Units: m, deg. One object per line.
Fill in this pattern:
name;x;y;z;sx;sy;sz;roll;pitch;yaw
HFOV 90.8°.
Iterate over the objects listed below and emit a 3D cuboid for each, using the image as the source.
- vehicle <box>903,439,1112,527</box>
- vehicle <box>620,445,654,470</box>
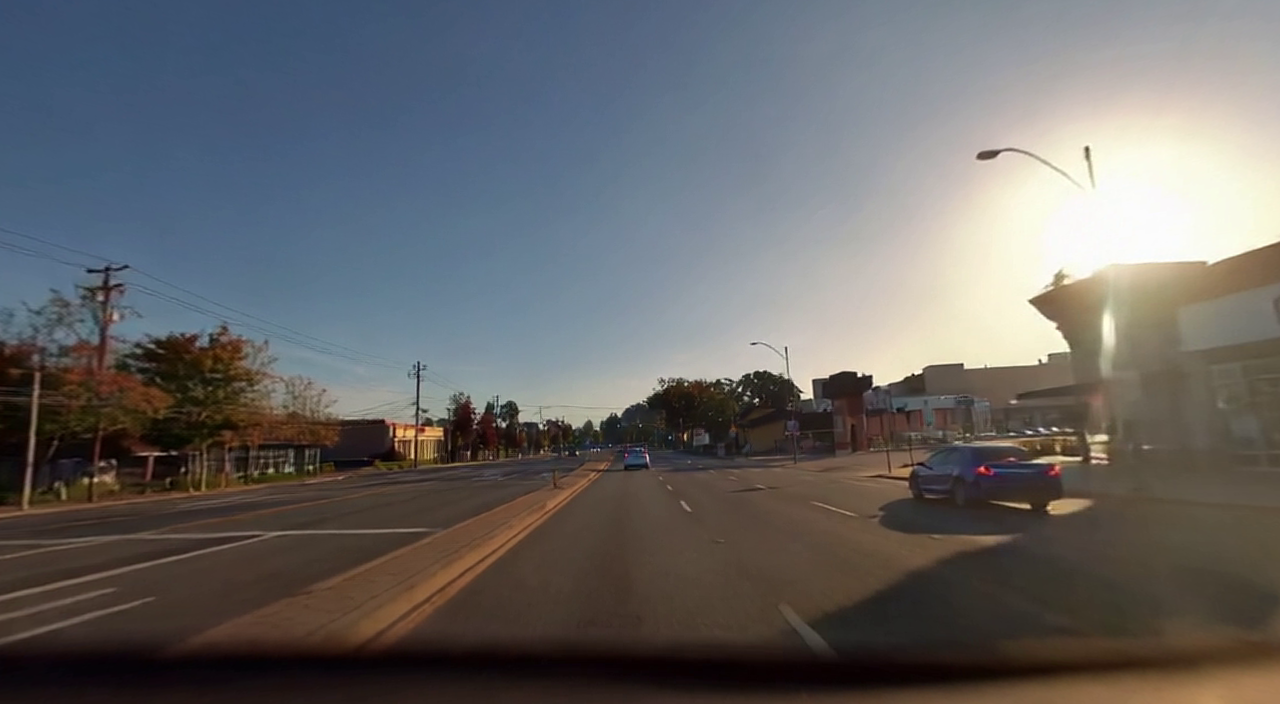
vehicle;7.125;2.538;12.863;1.849;1.464;4.119;0;-8;1
vehicle;-0.224;6.653;39.935;2.027;1.494;3.942;0;-8;-1
